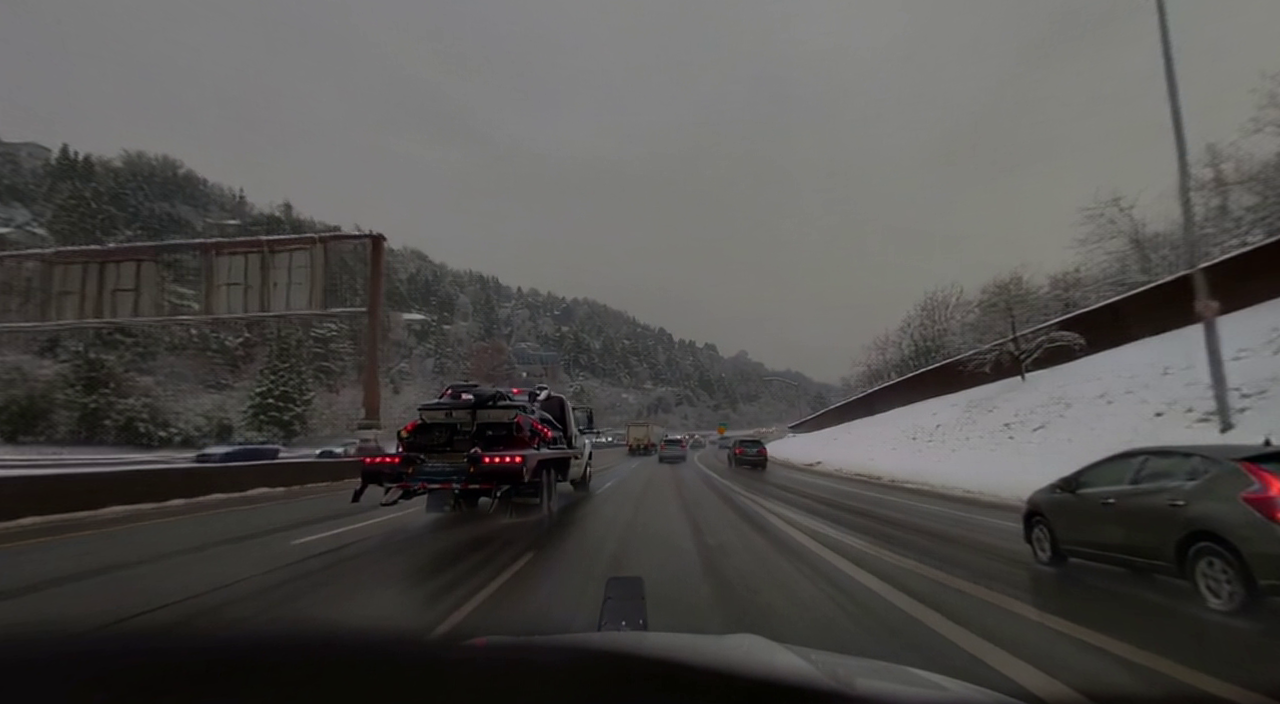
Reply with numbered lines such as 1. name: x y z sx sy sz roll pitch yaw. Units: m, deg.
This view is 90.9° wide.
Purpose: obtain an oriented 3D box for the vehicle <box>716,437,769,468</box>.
1. vehicle: 5.515 5.492 34.677 2.075 1.614 4.682 0 -8 -1

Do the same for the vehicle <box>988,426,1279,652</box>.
1. vehicle: 5.214 1.392 5.230 2.040 1.481 4.260 0 -8 -3

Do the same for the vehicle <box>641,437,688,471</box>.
1. vehicle: 1.171 4.820 29.988 2.079 1.499 3.915 0 -8 2

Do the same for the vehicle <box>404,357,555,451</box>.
1. vehicle: -3.168 1.262 13.591 1.893 1.674 4.766 0 -8 2

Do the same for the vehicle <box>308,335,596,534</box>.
1. vehicle: -3.156 1.959 14.578 3.162 2.955 10.282 0 -8 2

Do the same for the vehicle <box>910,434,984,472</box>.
1. vehicle: 21.545 7.125 44.572 2.433 2.488 4.939 1 -8 -4

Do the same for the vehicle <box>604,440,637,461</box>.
1. vehicle: -1.340 7.064 45.348 2.016 1.450 4.310 -1 -8 3
